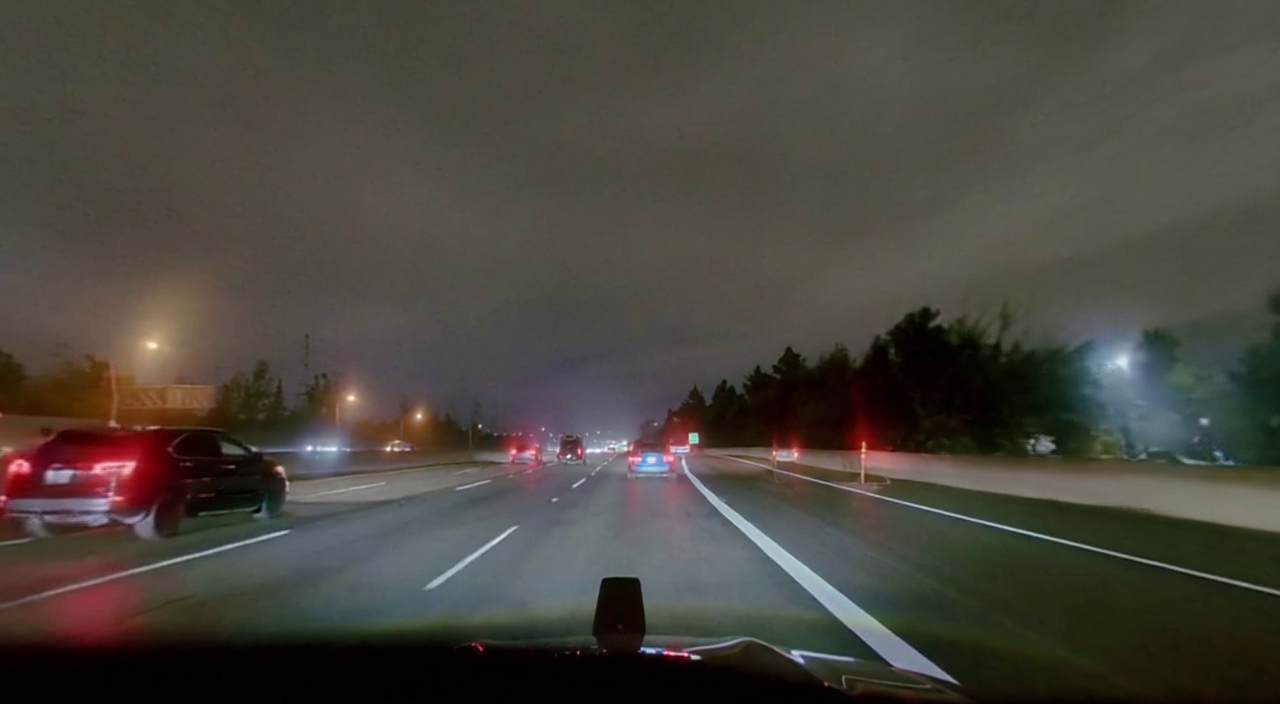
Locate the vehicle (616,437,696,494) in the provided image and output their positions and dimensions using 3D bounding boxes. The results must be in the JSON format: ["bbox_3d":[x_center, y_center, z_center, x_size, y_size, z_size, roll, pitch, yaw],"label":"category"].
[{"bbox_3d":[0.357,3.259,18.530,2.082,1.482,4.126,0,-8,-2],"label":"vehicle"}]

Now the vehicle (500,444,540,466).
[{"bbox_3d":[-8.455,7.280,44.753,1.974,1.464,4.733,0,-8,-1],"label":"vehicle"}]

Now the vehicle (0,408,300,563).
[{"bbox_3d":[-7.804,1.924,9.893,2.206,1.788,4.914,0,-8,0],"label":"vehicle"}]

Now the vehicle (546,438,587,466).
[{"bbox_3d":[-4.759,6.593,41.698,2.289,1.777,4.534,0,-8,-2],"label":"vehicle"}]
